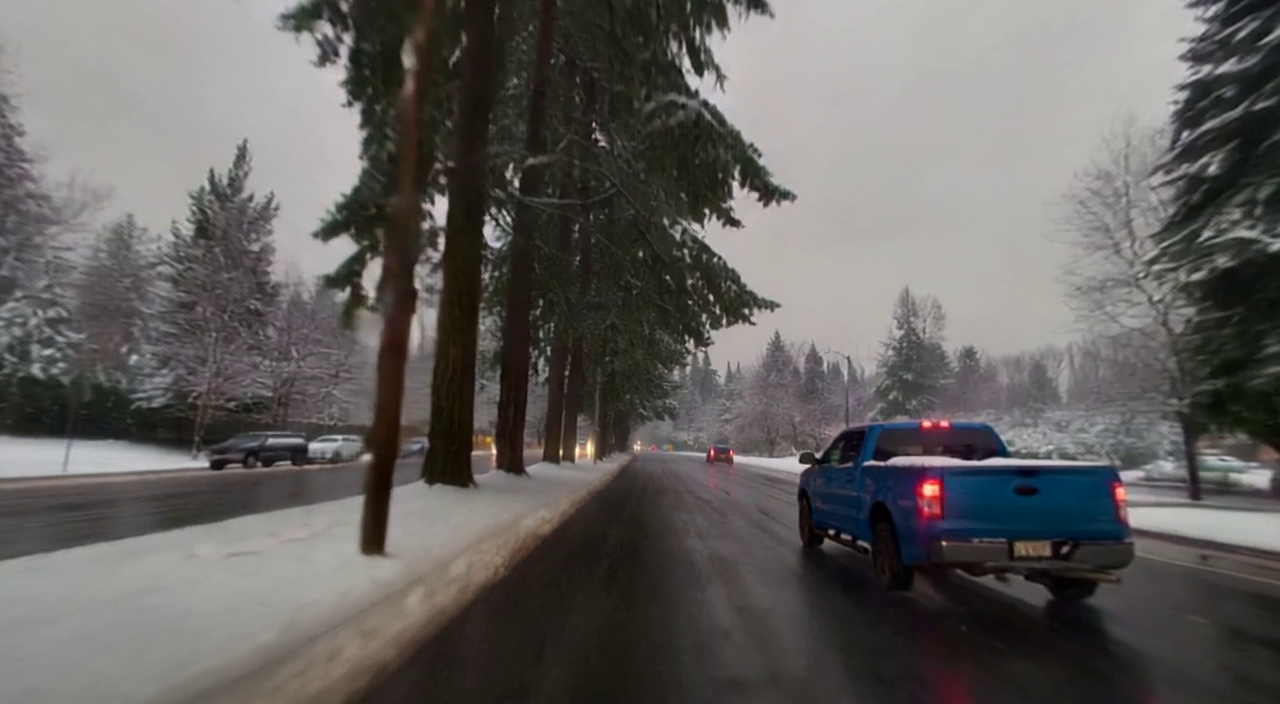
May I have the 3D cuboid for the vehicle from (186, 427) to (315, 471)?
[{"bbox_3d":[-18.344,4.639,30.148,2.398,1.883,5.729,0,-8,2],"label":"vehicle"}]

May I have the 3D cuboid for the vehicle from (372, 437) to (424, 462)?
[{"bbox_3d":[-18.193,7.370,47.612,2.025,1.766,4.620,0,-8,1],"label":"vehicle"}]

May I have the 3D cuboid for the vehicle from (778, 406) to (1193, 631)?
[{"bbox_3d":[3.176,1.624,7.238,2.108,1.712,4.616,0,-8,0],"label":"vehicle"}]

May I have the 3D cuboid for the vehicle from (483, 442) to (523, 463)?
[{"bbox_3d":[-10.414,7.644,48.133,1.999,1.519,4.249,0,-8,2],"label":"vehicle"}]

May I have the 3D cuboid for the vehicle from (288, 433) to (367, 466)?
[{"bbox_3d":[-18.143,5.698,36.891,2.051,1.821,4.721,0,-8,2],"label":"vehicle"}]
